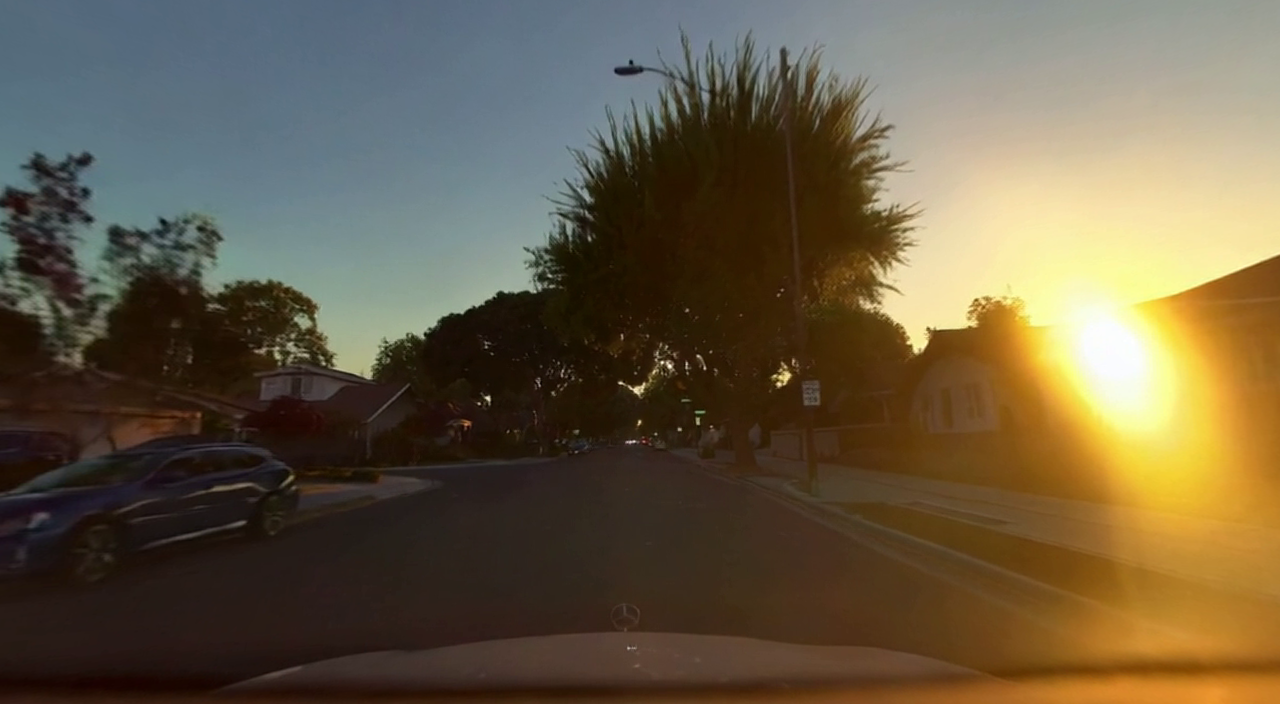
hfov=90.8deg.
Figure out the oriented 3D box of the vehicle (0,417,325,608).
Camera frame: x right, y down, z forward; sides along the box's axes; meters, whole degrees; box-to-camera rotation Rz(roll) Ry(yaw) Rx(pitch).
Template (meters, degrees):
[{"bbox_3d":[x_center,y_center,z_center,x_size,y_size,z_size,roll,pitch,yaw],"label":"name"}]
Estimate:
[{"bbox_3d":[-6.519,1.860,8.440,2.078,1.745,5.119,0,-8,-2],"label":"vehicle"}]
